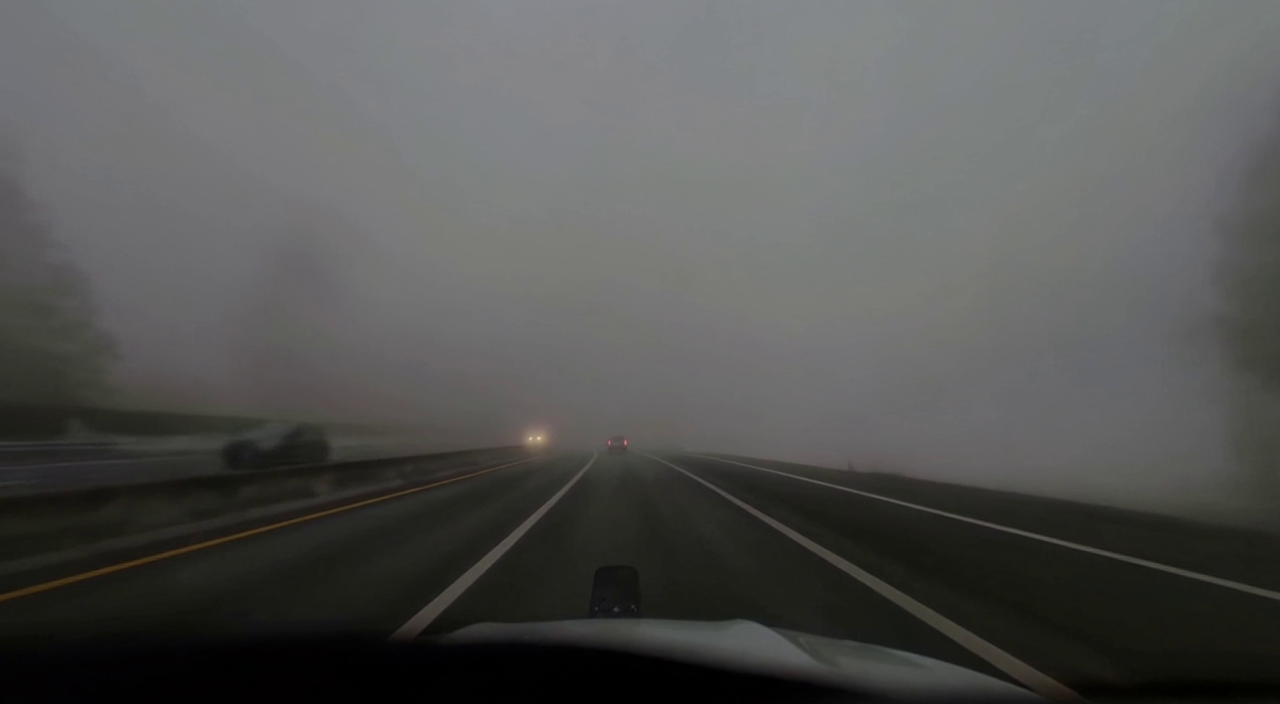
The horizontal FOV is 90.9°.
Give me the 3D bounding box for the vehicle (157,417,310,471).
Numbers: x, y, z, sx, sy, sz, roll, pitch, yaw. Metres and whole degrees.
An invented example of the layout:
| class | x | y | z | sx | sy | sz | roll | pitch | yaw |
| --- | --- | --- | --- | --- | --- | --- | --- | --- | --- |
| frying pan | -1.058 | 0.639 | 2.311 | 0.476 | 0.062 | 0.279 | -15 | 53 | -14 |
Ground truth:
| class | x | y | z | sx | sy | sz | roll | pitch | yaw |
| --- | --- | --- | --- | --- | --- | --- | --- | --- | --- |
| vehicle | -13.018 | 2.985 | 20.633 | 2.011 | 1.552 | 4.638 | 0 | -8 | -1 |
